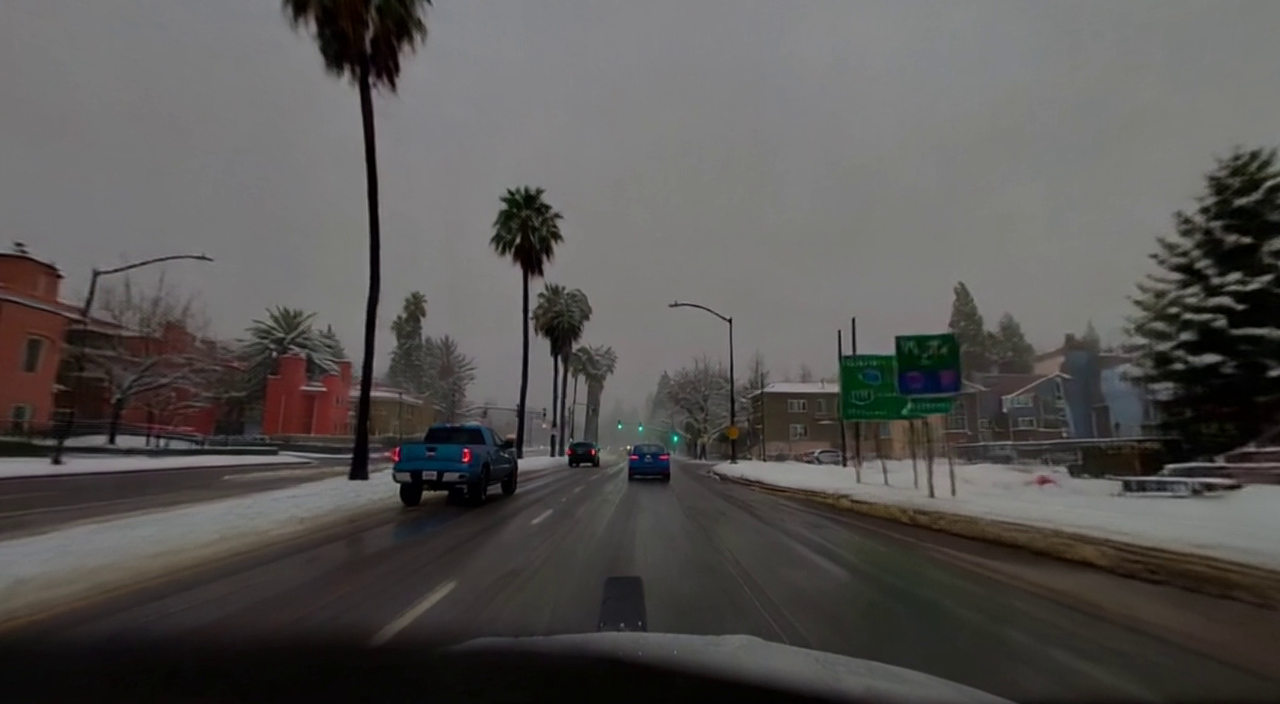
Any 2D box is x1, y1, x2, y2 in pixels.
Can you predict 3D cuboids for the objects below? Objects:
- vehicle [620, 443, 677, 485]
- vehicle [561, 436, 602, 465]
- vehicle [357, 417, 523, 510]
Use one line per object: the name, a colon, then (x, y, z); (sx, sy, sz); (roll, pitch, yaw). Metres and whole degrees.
vehicle: (0.376, 4.523, 25.647); (2.122, 1.562, 4.152); (0, -8, 1)
vehicle: (-4.301, 7.415, 47.326); (2.447, 2.062, 5.911); (0, -8, 1)
vehicle: (-4.759, 2.783, 16.210); (2.187, 1.904, 6.103); (0, -8, 1)
